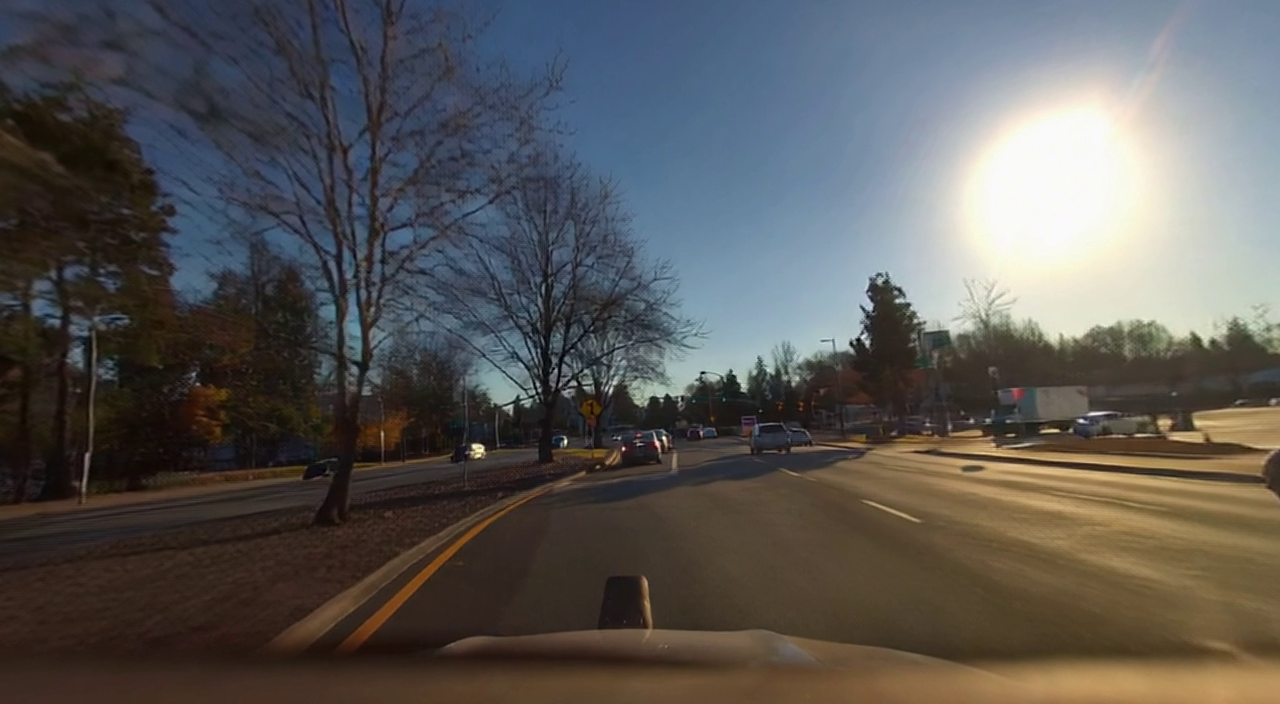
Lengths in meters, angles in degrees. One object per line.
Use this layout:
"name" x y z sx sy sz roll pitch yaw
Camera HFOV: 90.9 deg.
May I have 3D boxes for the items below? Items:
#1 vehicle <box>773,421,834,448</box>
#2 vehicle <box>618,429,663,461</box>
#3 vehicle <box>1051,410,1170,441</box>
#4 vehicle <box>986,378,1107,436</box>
"vehicle" 10.605 5.444 41.221 1.991 1.695 4.357 2 -9 -14
"vehicle" 0.100 4.691 31.769 2.032 1.461 4.173 -1 -9 3
"vehicle" 24.182 3.861 32.614 1.784 1.472 4.532 3 -9 -23
"vehicle" 27.735 3.829 42.981 7.827 3.570 3.121 5 -7 -25
